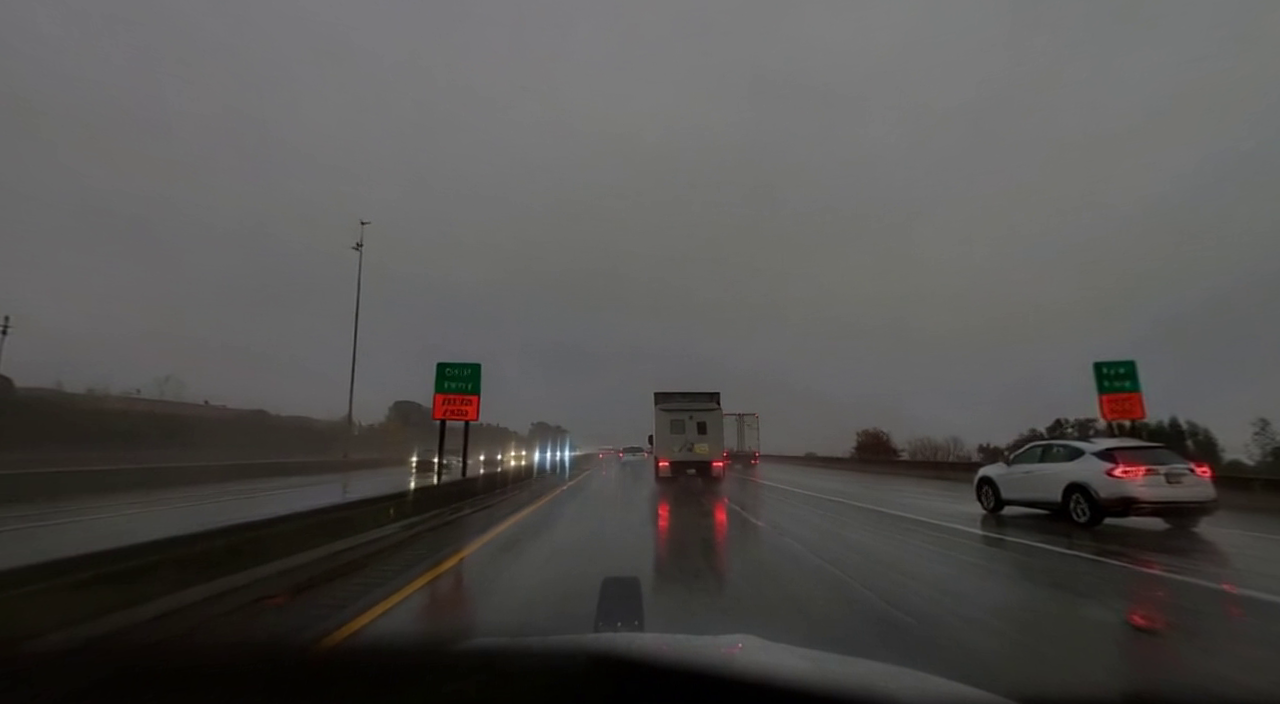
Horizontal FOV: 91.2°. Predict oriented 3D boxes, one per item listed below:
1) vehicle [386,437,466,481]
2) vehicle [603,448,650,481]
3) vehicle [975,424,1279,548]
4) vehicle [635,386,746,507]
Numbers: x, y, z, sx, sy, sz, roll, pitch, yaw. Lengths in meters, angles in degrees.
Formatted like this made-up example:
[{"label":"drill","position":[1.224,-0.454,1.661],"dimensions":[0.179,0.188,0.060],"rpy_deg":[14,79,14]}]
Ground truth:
[{"label":"vehicle","position":[-9.964,5.013,29.638],"dimensions":[2.140,1.901,4.718],"rpy_deg":[0,-9,-1]},{"label":"vehicle","position":[-0.605,5.068,28.472],"dimensions":[1.985,1.371,3.674],"rpy_deg":[0,-9,-1]},{"label":"vehicle","position":[7.378,1.988,9.866],"dimensions":[1.988,1.534,3.763],"rpy_deg":[0,-9,-2]},{"label":"vehicle","position":[1.408,2.629,17.425],"dimensions":[2.506,2.743,6.093],"rpy_deg":[-1,-9,5]}]
